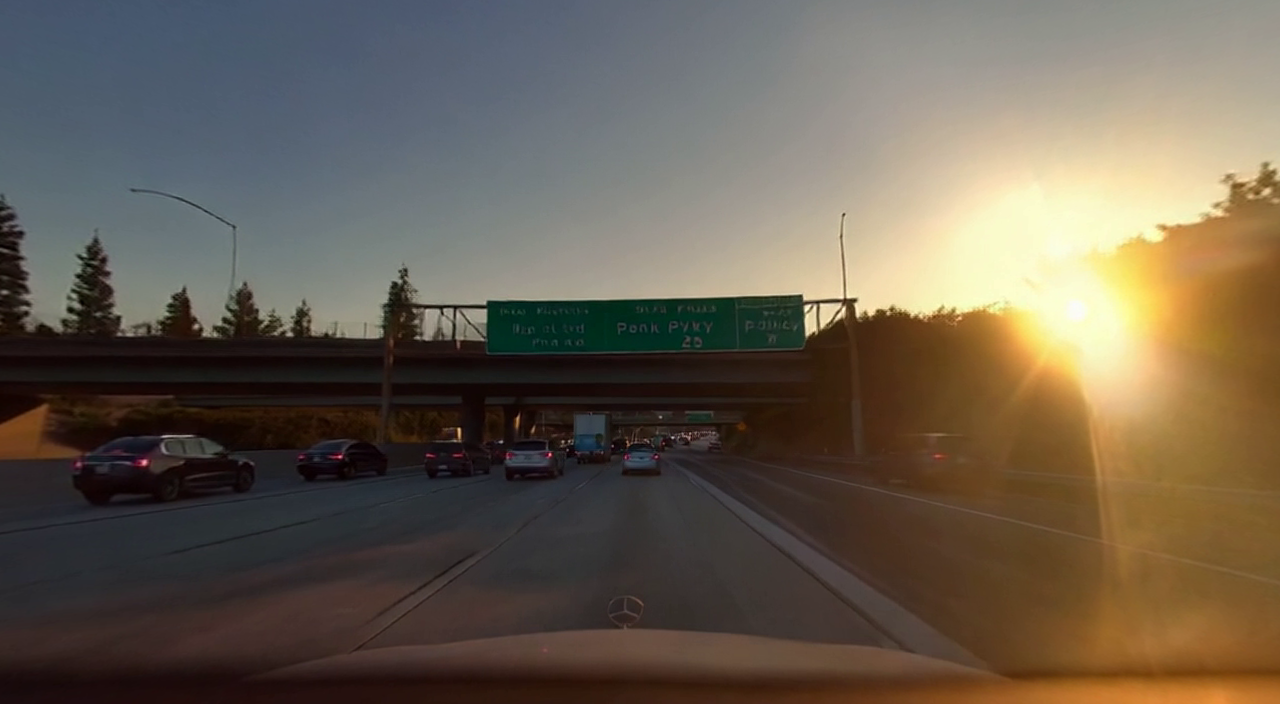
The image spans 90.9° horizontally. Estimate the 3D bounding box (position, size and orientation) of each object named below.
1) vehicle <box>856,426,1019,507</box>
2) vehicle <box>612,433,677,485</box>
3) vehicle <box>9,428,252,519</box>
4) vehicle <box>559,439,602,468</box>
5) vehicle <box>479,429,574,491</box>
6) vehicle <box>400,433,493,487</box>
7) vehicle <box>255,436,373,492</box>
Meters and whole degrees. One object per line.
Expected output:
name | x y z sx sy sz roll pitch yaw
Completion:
vehicle | 7.153 2.795 15.817 2.026 1.718 4.522 0 -8 3
vehicle | 0.159 3.870 23.153 2.180 1.716 3.920 0 -8 1
vehicle | -11.192 2.668 14.389 1.871 1.747 4.342 0 -8 0
vehicle | -3.656 6.335 39.524 2.243 1.683 4.178 0 -8 1
vehicle | -3.582 3.515 20.815 2.125 1.792 4.466 0 -8 2
vehicle | -6.922 3.915 23.119 1.998 1.770 4.222 0 -8 1
vehicle | -10.939 3.760 21.521 1.863 1.696 3.885 0 -8 1
